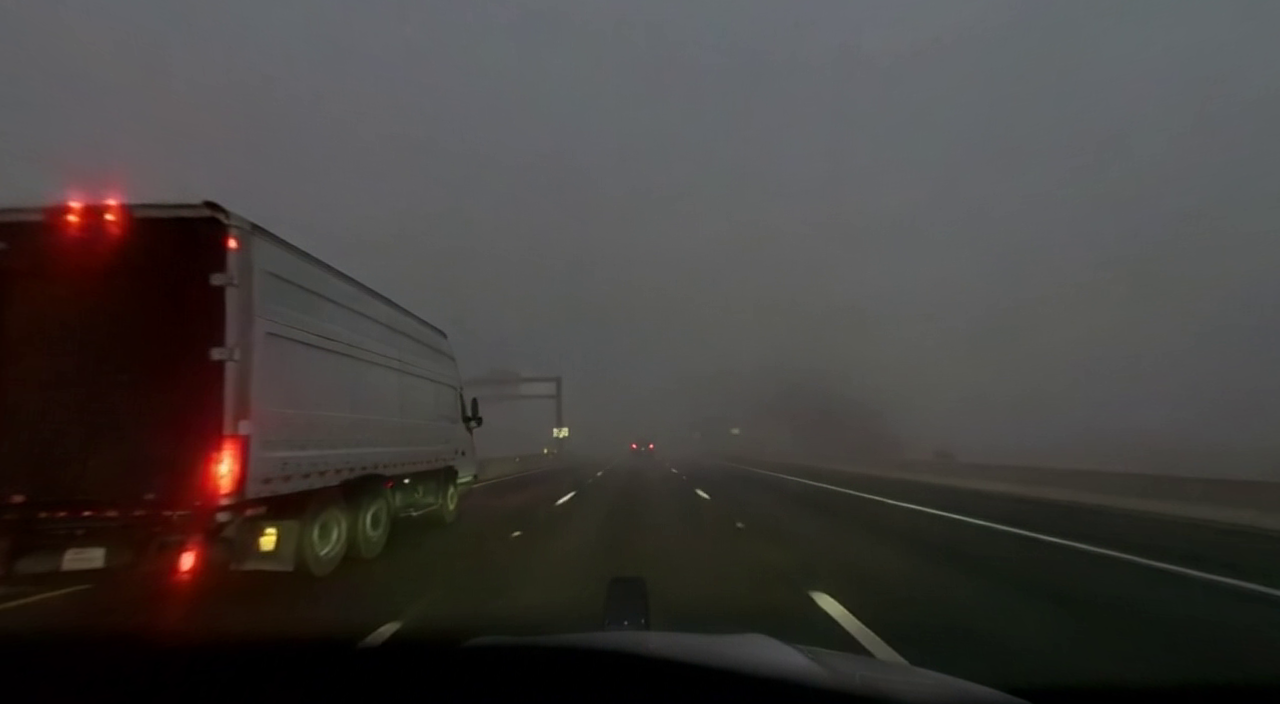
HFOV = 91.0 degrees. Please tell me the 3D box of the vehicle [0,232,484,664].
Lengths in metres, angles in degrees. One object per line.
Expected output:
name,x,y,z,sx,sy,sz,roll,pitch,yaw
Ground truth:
vehicle,-3.861,1.002,7.131,2.443,2.586,6.701,0,-8,0
